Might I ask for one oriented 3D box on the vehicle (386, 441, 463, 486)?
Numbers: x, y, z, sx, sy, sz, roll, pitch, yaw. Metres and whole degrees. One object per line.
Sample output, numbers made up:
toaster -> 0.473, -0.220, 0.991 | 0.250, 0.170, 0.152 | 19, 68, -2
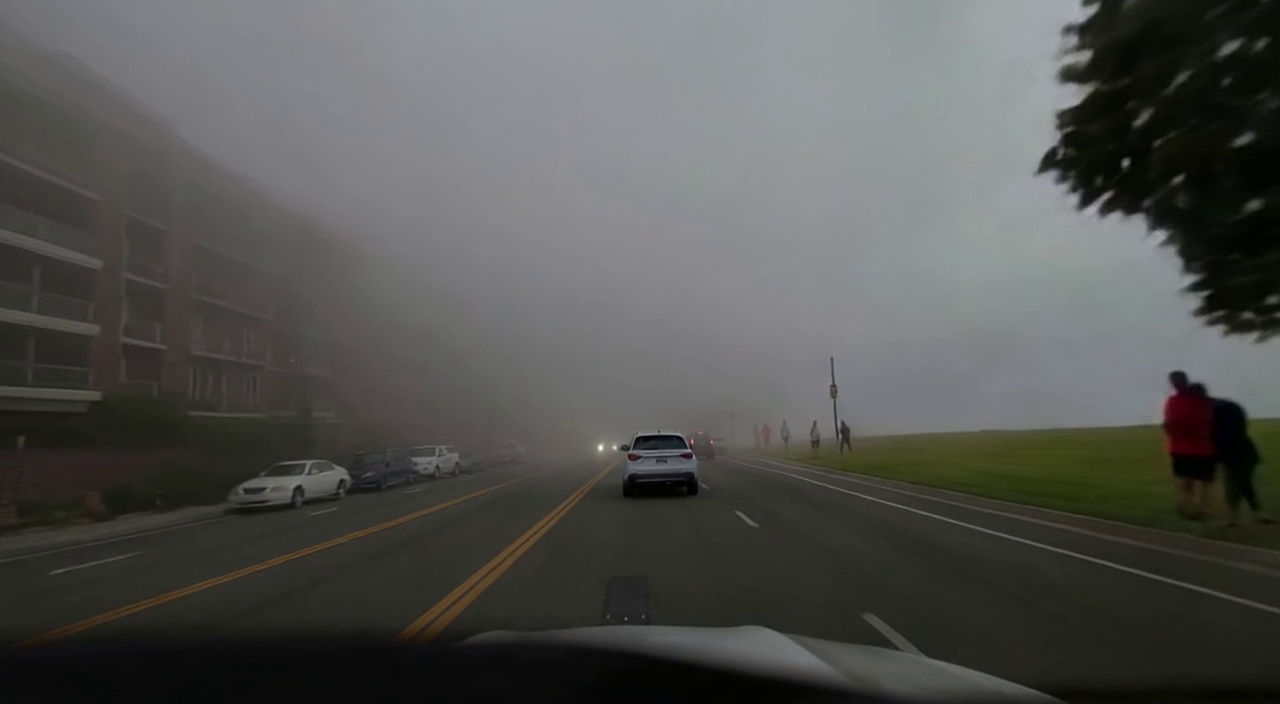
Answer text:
vehicle -> -10.118, 5.219, 30.023 | 1.940, 1.816, 4.721 | -1, -7, 1

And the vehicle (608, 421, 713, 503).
vehicle -> 0.395, 2.503, 14.756 | 2.132, 1.632, 3.838 | 0, -8, 0

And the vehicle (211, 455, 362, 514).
vehicle -> -10.506, 3.930, 19.240 | 1.839, 1.474, 4.694 | -1, -8, 1

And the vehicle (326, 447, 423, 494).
vehicle -> -10.287, 4.577, 24.815 | 1.869, 1.647, 4.281 | -1, -8, 1
